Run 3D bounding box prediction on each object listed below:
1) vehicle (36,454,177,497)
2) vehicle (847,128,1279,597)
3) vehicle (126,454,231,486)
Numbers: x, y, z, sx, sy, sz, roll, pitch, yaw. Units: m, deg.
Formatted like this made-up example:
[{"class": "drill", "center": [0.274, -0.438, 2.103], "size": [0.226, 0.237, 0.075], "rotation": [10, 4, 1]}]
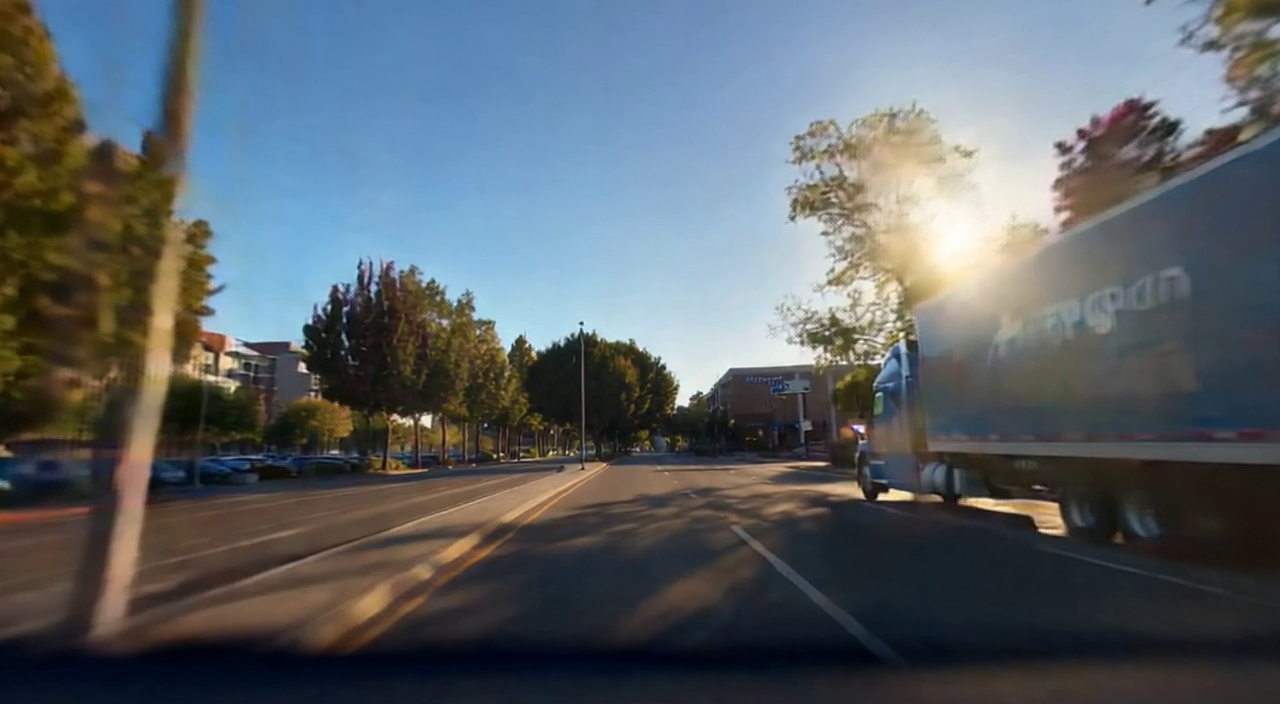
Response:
[{"class": "vehicle", "center": [-25.366, 5.849, 30.269], "size": [4.900, 1.808, 2.103], "rotation": [7, -11, -39]}, {"class": "vehicle", "center": [6.730, 0.740, 9.567], "size": [3.120, 3.794, 11.510], "rotation": [0, -8, -1]}, {"class": "vehicle", "center": [-28.057, 7.136, 38.587], "size": [4.923, 1.725, 2.088], "rotation": [6, -10, -34]}]
